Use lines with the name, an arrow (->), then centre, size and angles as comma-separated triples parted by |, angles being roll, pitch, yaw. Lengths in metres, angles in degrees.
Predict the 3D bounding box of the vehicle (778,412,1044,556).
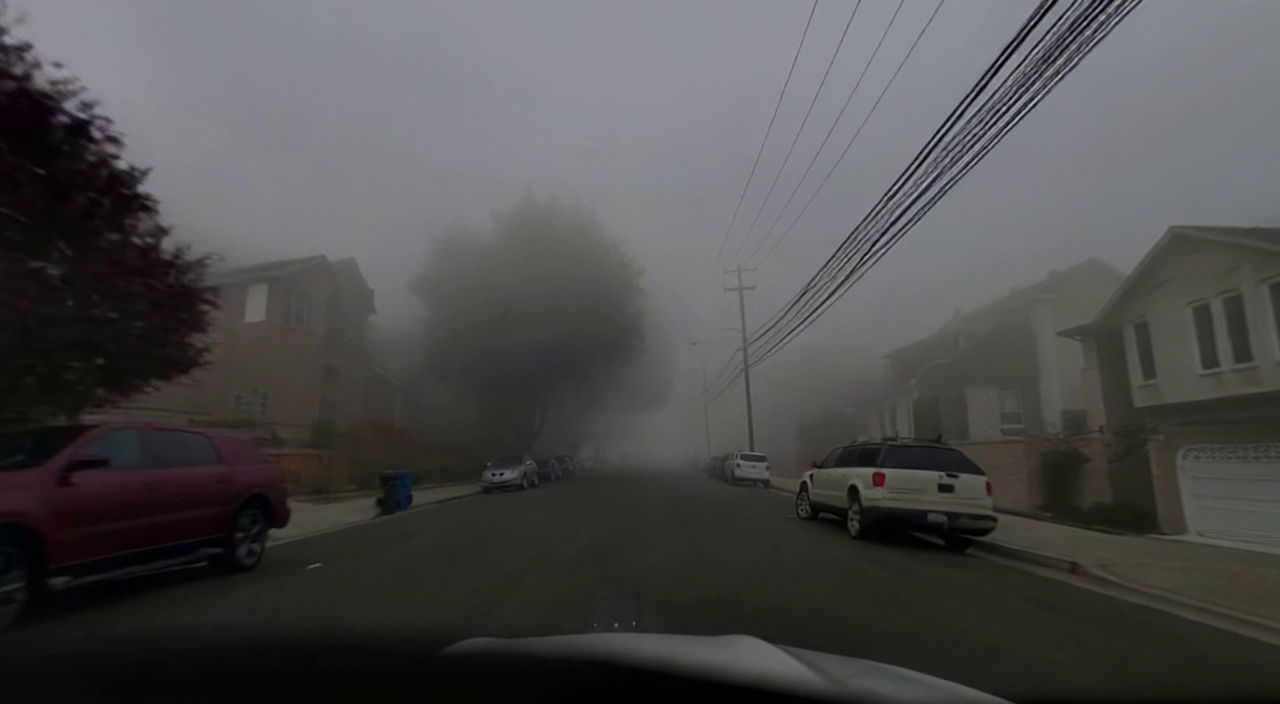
vehicle -> 4.597, 2.361, 12.162 | 2.547, 2.075, 5.693 | 0, -9, 0

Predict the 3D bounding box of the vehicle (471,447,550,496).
vehicle -> -4.831, 4.492, 24.232 | 1.971, 1.648, 4.638 | 0, -9, 1

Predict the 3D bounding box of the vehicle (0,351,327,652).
vehicle -> -5.325, 1.329, 5.850 | 2.194, 1.995, 4.814 | -3, -10, 3

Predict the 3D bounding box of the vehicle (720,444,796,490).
vehicle -> 5.353, 5.306, 29.635 | 2.462, 1.894, 6.076 | 0, -9, 0
